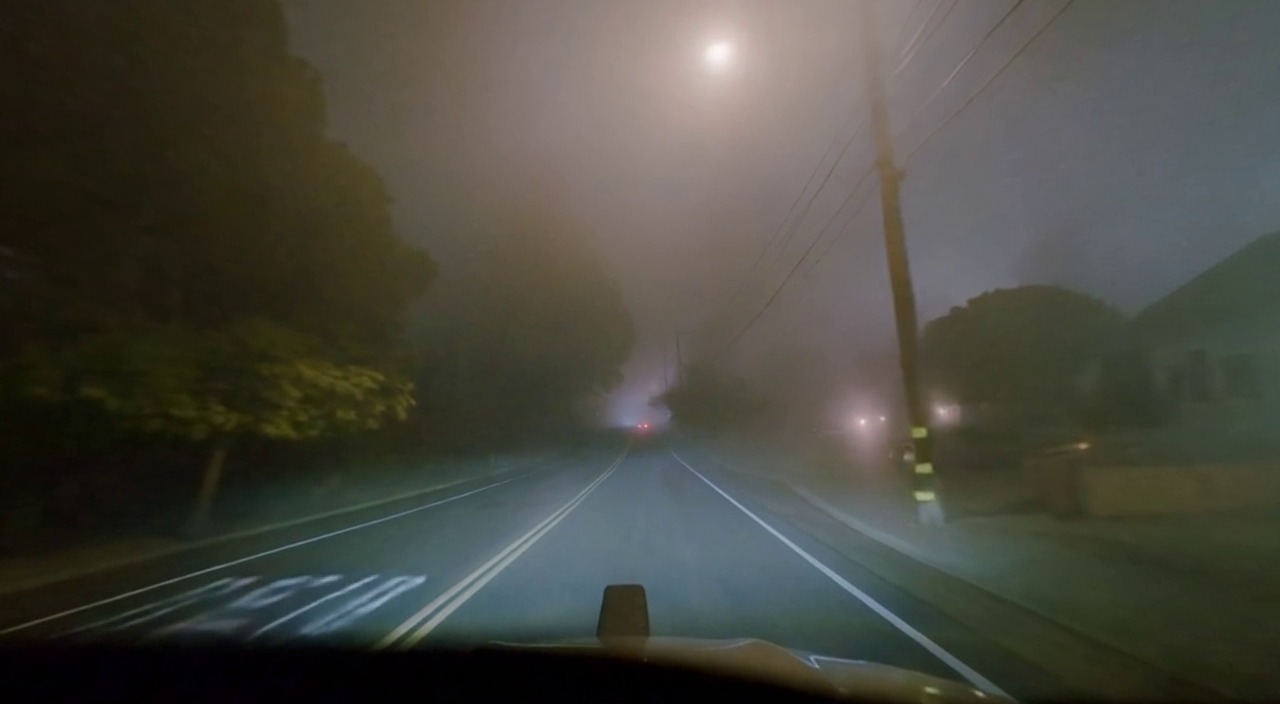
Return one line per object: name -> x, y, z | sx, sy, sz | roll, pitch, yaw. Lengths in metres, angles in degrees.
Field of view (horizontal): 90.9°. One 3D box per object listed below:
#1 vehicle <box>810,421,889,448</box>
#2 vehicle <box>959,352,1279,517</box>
vehicle -> 15.178, 6.008, 45.647 | 5.046, 1.548, 2.174 | -8, -11, 25
vehicle -> 9.234, 1.354, 10.730 | 6.133, 2.254, 2.383 | -3, -10, -2
